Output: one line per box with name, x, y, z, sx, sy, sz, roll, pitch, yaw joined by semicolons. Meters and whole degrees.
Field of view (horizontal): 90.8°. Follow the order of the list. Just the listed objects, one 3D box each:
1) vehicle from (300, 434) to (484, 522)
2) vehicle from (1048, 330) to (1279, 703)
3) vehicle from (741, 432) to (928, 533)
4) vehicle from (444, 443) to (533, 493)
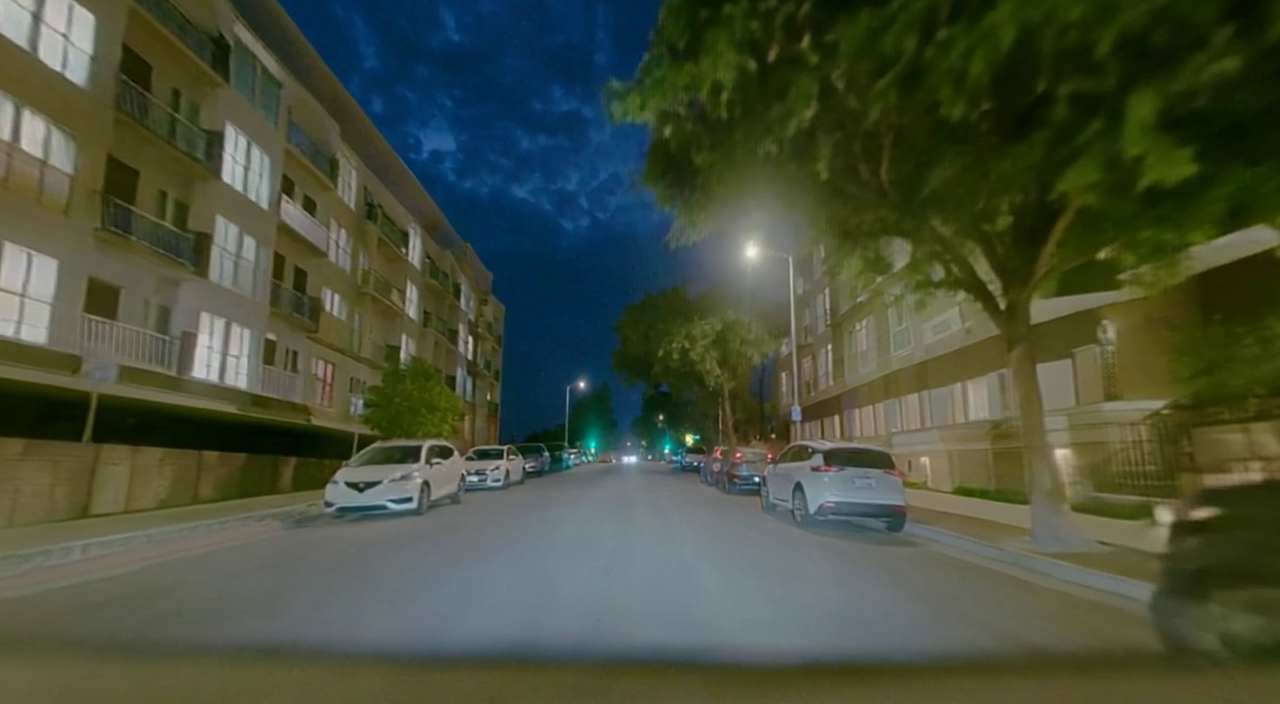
vehicle;-5.620;2.891;15.301;2.222;1.735;5.215;0;-8;1
vehicle;3.947;0.585;0.962;2.473;1.895;6.050;0;-10;-2
vehicle;3.772;2.614;13.454;2.187;1.699;5.038;0;-8;-2
vehicle;-5.708;4.385;24.578;2.256;1.590;5.488;-3;-8;-2
